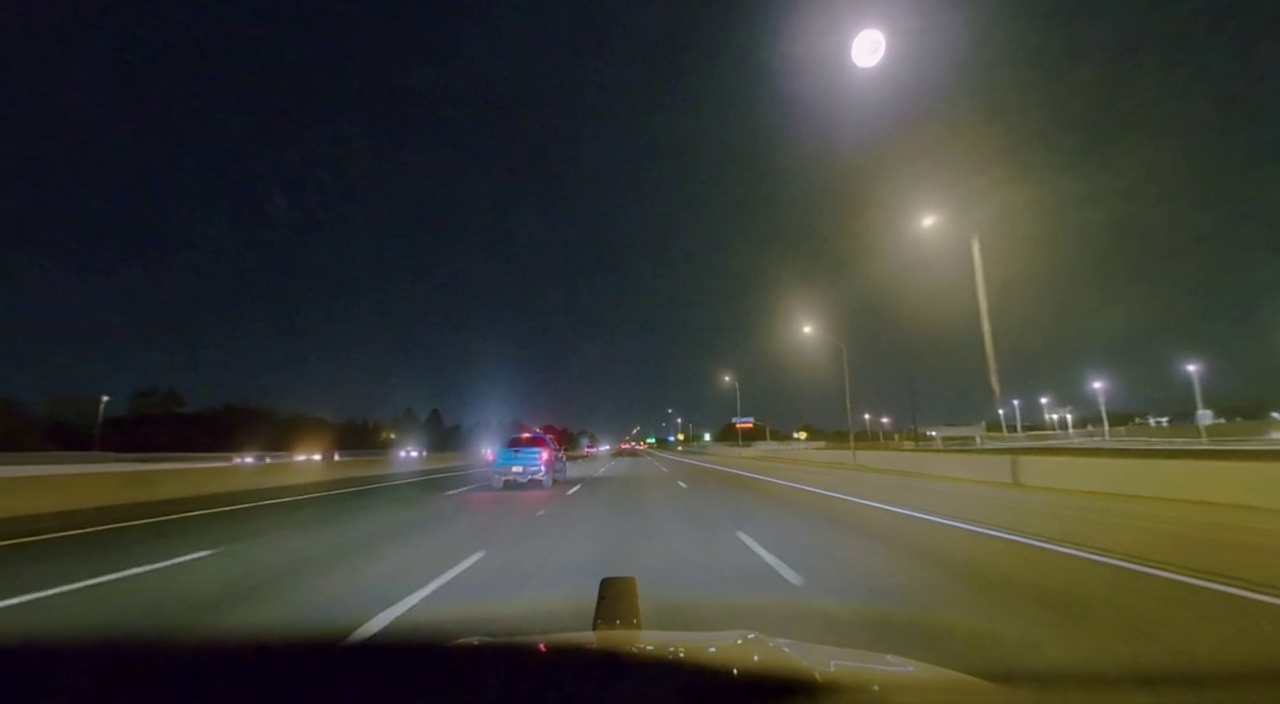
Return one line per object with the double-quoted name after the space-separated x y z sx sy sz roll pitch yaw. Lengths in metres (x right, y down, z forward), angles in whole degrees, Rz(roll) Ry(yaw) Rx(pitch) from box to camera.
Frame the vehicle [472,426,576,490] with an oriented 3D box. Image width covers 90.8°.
-3.956 3.770 22.908 2.529 2.003 5.904 0 -8 1 "vehicle"
